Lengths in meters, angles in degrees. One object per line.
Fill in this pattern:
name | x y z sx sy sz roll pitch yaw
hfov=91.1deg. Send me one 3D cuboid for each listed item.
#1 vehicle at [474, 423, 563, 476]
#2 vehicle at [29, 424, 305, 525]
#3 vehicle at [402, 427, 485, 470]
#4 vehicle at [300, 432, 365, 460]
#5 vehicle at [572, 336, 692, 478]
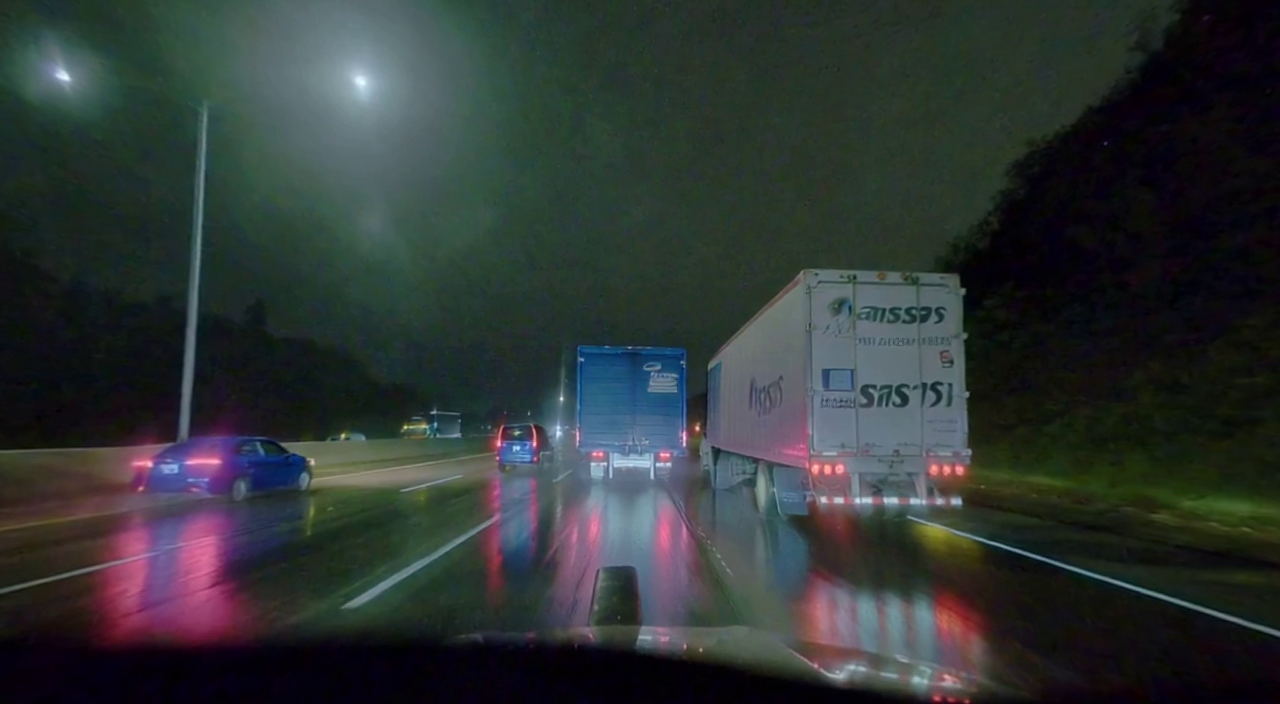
vehicle | -4.164 3.440 22.519 2.168 1.671 4.888 0 -8 1
vehicle | -8.115 2.094 11.389 1.940 1.488 3.976 0 -8 -1
vehicle | -7.945 3.938 25.935 1.981 1.574 4.561 0 -8 -1
vehicle | -23.606 7.189 48.508 2.265 2.029 5.280 0 -8 0
vehicle | -0.275 2.295 23.581 3.442 4.106 10.719 0 -8 -1
